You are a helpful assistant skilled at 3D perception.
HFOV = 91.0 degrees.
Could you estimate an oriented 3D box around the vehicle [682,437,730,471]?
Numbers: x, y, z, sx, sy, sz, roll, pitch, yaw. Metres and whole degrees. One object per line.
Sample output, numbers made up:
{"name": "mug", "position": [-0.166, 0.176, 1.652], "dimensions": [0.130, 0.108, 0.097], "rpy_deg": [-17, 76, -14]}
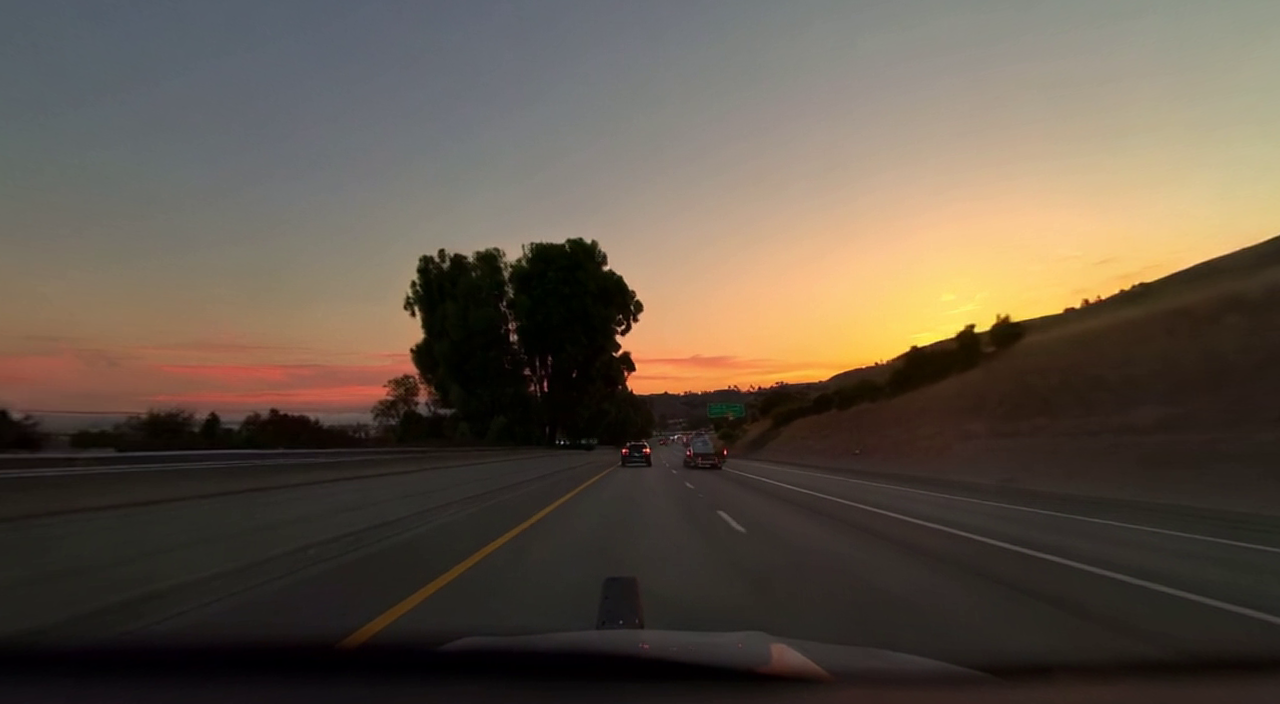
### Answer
{"name": "vehicle", "position": [3.743, 5.915, 36.695], "dimensions": [2.269, 1.839, 4.554], "rpy_deg": [0, -9, -1]}

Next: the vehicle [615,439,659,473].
{"name": "vehicle", "position": [-0.131, 5.404, 32.861], "dimensions": [2.142, 1.664, 4.076], "rpy_deg": [0, -9, 1]}
